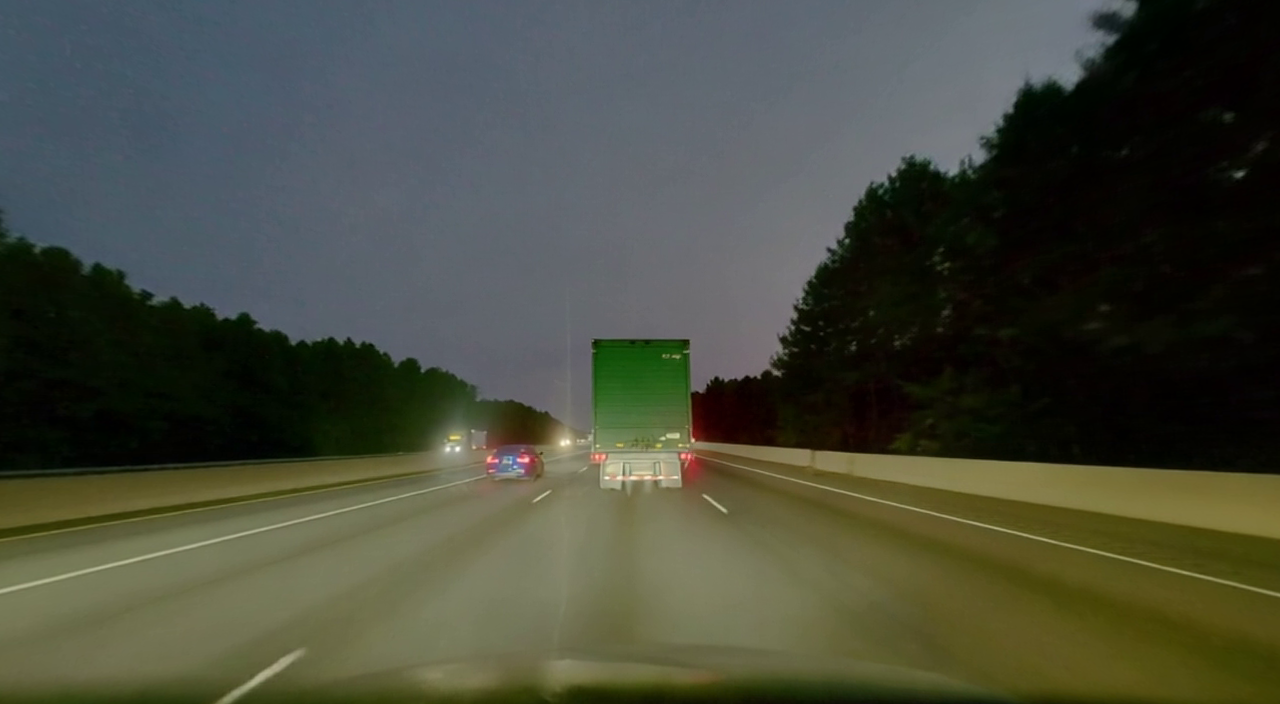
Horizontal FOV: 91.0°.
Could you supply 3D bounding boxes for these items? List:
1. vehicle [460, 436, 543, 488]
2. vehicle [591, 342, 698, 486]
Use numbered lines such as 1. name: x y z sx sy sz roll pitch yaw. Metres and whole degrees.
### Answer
1. vehicle: -4.500 3.634 21.180 1.854 1.530 4.268 0 -8 0
2. vehicle: 0.002 2.527 23.607 3.073 4.196 10.546 0 -8 -1
